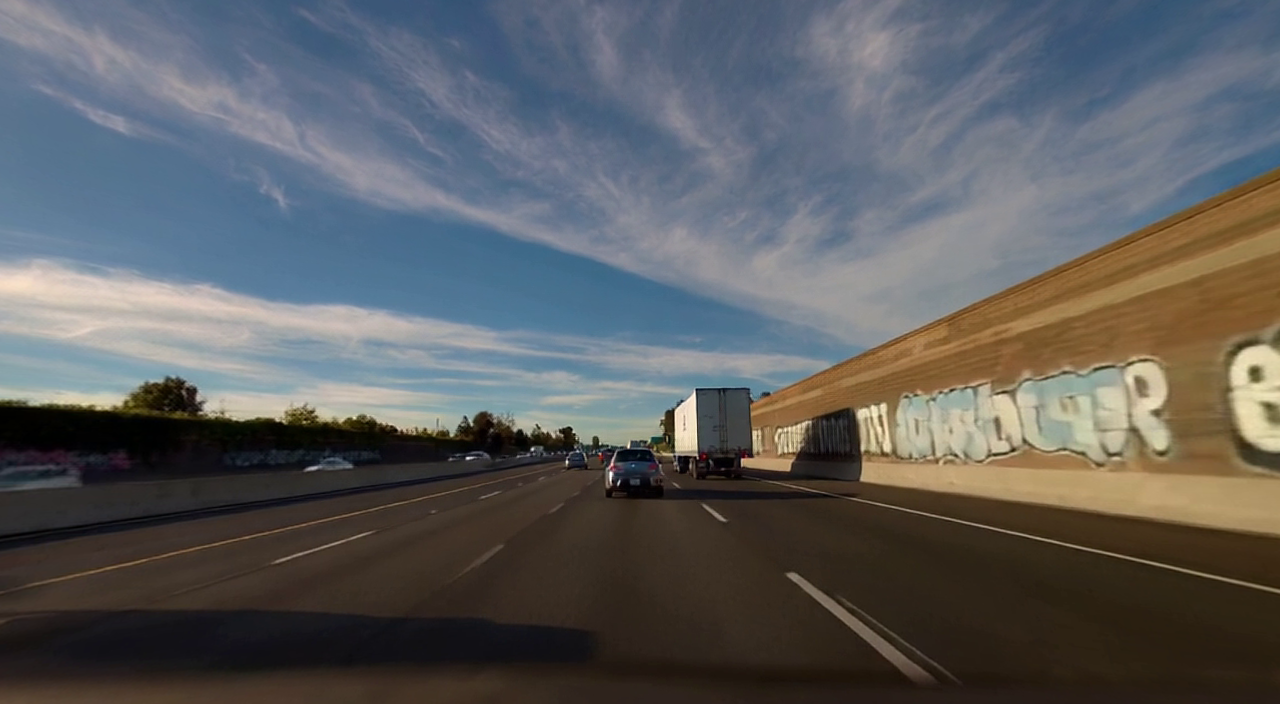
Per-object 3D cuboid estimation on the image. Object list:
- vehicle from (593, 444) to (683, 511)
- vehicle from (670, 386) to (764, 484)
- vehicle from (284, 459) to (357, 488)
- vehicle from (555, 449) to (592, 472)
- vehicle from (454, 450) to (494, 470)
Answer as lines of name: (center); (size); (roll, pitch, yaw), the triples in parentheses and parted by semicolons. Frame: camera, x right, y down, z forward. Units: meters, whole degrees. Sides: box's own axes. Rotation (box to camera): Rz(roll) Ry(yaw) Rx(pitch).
vehicle: (-0.092, 3.169, 16.351); (2.033, 1.468, 4.015); (0, -9, -1)
vehicle: (3.505, 4.523, 33.243); (2.902, 4.014, 14.446); (0, -9, -1)
vehicle: (-17.880, 6.811, 35.465); (1.738, 1.426, 4.342); (-1, -9, 2)
vehicle: (-4.464, 7.337, 42.780); (2.067, 1.481, 4.085); (-1, -9, 1)
vehicle: (-12.915, 8.400, 49.203); (1.927, 1.477, 4.508); (-1, -9, 0)
